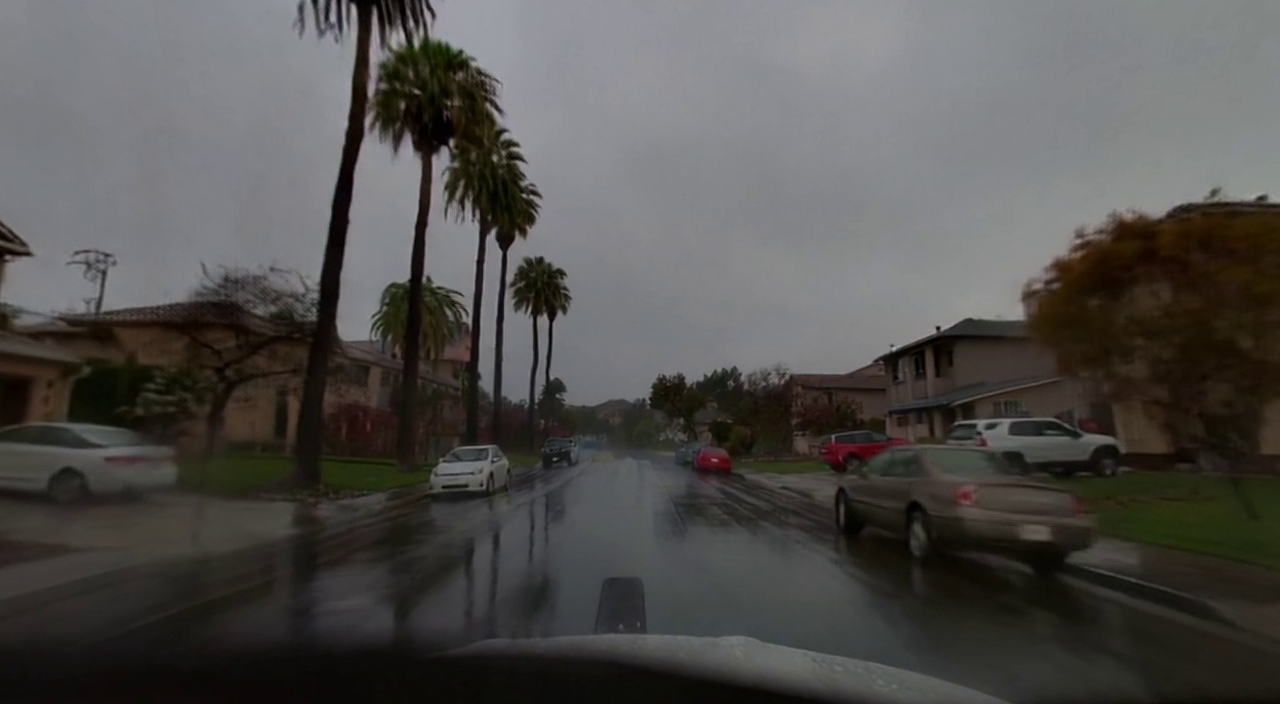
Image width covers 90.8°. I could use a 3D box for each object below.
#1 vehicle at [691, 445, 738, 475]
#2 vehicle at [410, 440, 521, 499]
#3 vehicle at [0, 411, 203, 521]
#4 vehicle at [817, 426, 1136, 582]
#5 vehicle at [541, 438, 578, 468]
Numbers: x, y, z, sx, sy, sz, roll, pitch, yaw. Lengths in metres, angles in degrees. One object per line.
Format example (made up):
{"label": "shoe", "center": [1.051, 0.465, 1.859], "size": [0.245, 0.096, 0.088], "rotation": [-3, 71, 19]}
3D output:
{"label": "vehicle", "center": [3.889, 5.710, 33.693], "size": [1.867, 1.480, 4.678], "rotation": [0, -8, 0]}
{"label": "vehicle", "center": [-4.820, 3.357, 18.252], "size": [2.080, 1.479, 4.531], "rotation": [0, -10, -2]}
{"label": "vehicle", "center": [-10.974, 1.997, 11.635], "size": [4.314, 1.594, 1.852], "rotation": [5, -8, -1]}
{"label": "vehicle", "center": [4.012, 1.858, 8.544], "size": [1.987, 1.567, 4.112], "rotation": [0, -8, -1]}
{"label": "vehicle", "center": [-5.422, 6.693, 42.155], "size": [2.106, 1.914, 4.363], "rotation": [2, -8, -11]}
